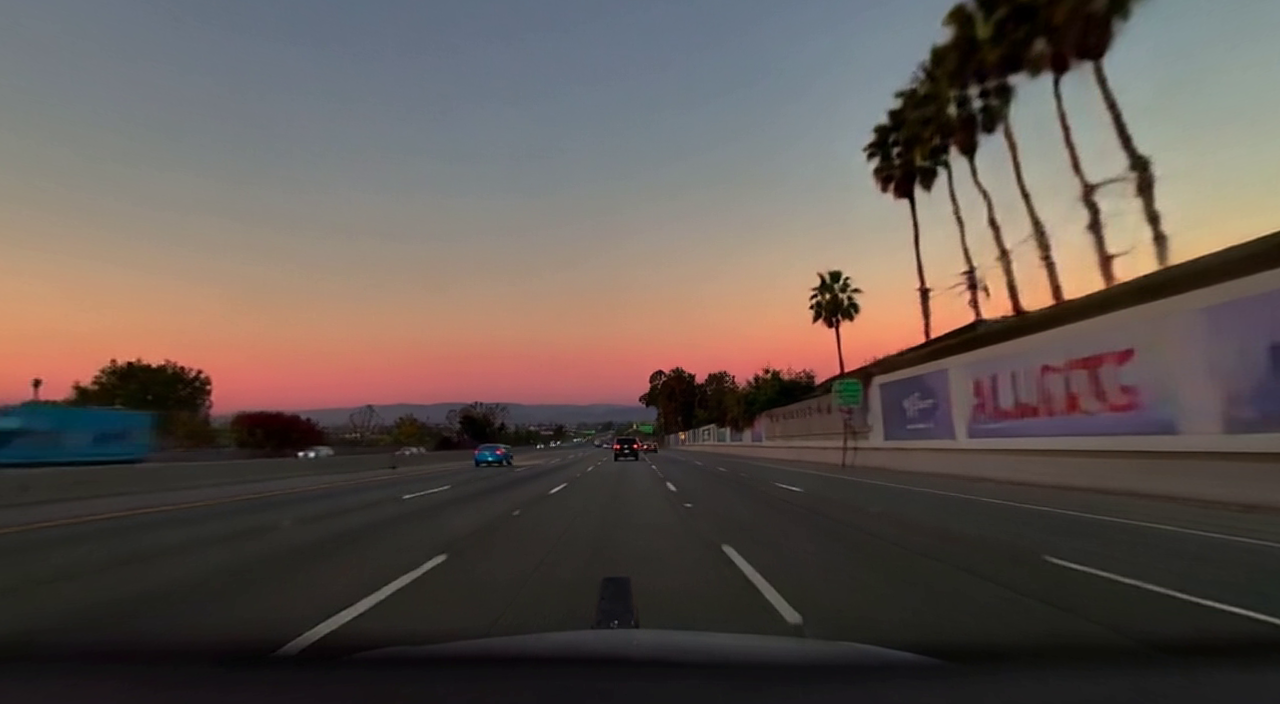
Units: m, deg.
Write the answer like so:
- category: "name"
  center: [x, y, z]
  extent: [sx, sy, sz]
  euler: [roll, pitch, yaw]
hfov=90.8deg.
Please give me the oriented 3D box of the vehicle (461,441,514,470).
- category: "vehicle"
  center: [-8.668, 5.921, 36.304]
  extent: [1.971, 1.552, 4.465]
  euler: [0, -9, -1]

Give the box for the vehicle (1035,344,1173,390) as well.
- category: "vehicle"
  center: [17.040, 0.589, 23.343]
  extent: [3.587, 1.458, 1.870]
  euler: [0, -8, 1]

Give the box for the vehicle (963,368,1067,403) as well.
- category: "vehicle"
  center: [16.788, 1.518, 28.408]
  extent: [3.548, 1.362, 1.745]
  euler: [-1, -9, 1]

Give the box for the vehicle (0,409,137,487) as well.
- category: "vehicle"
  center: [-25.923, 4.147, 27.446]
  extent: [2.722, 2.976, 6.441]
  euler: [0, -9, -1]
